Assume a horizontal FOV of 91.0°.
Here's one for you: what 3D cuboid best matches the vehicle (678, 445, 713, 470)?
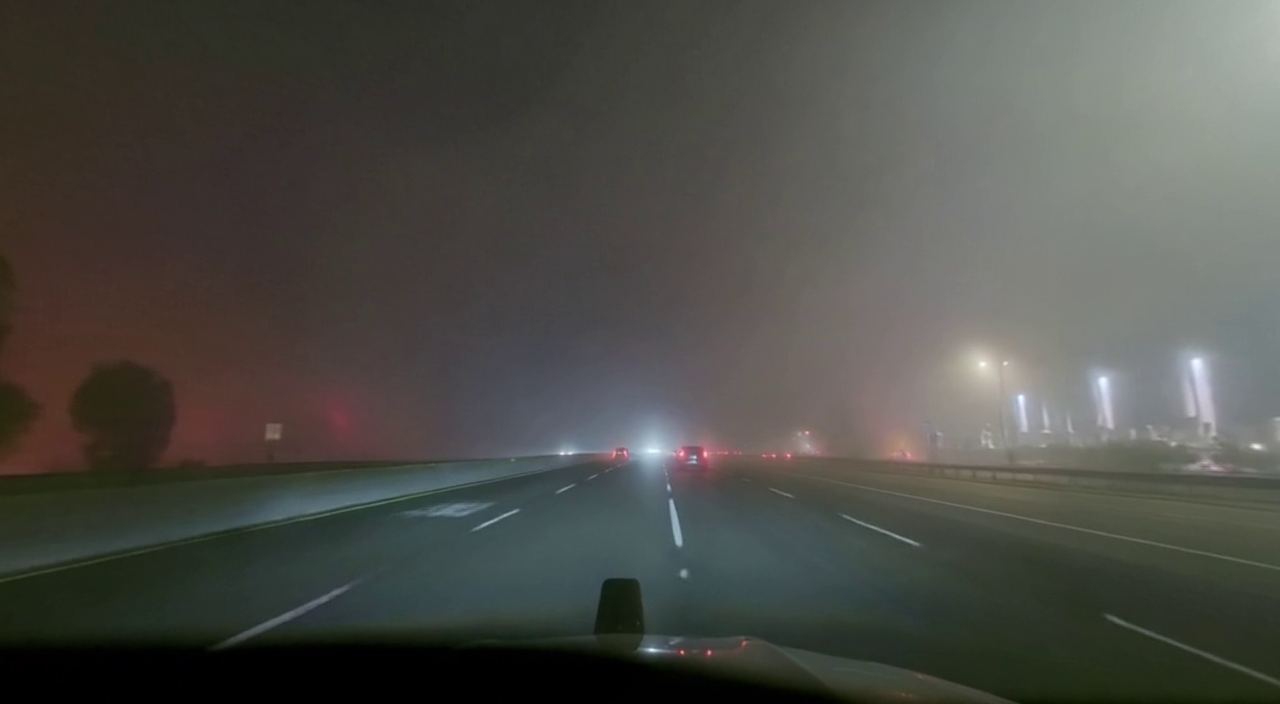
[{"bbox_3d":[3.682,7.101,42.514,1.974,1.557,4.479,0,-9,0],"label":"vehicle"}]
